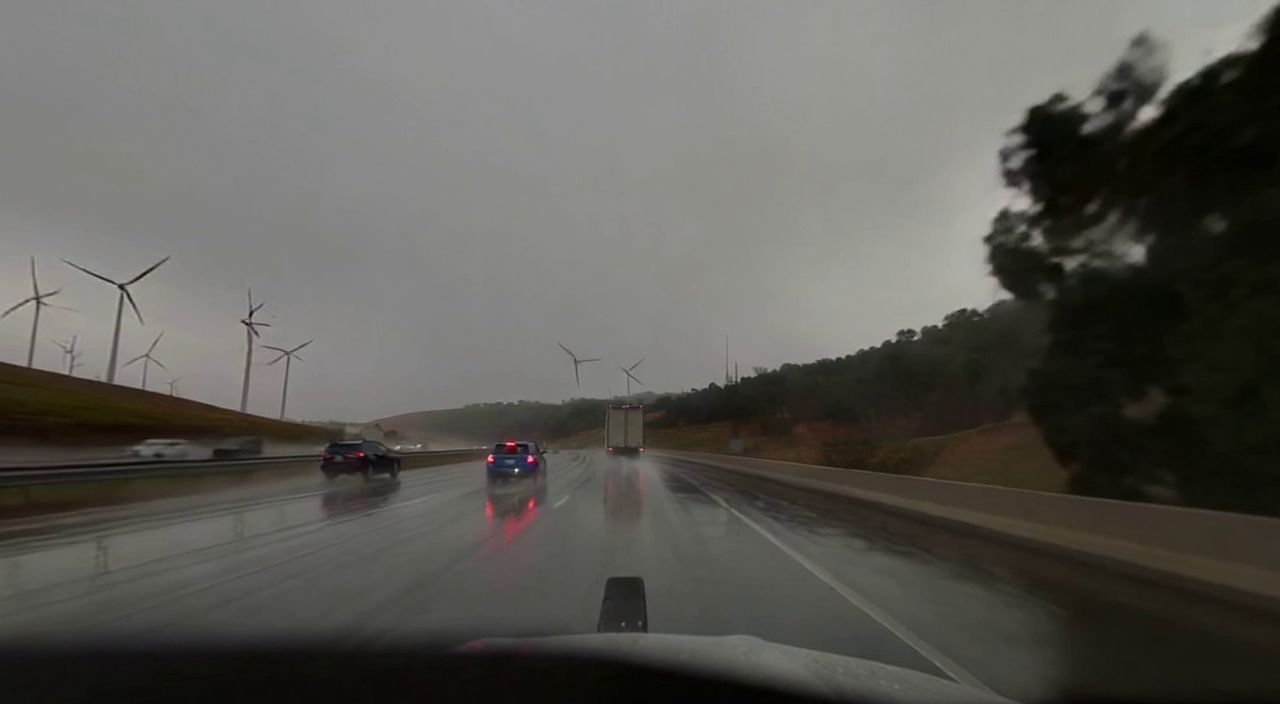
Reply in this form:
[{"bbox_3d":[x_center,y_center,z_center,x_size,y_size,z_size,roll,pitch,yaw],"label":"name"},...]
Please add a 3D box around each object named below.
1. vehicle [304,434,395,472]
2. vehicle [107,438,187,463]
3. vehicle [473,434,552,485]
[{"bbox_3d":[-15.257,5.363,33.450,2.285,1.835,5.672,0,-8,-2],"label":"vehicle"},{"bbox_3d":[-34.003,6.797,43.507,1.928,1.606,4.642,0,-8,-3],"label":"vehicle"},{"bbox_3d":[-4.545,3.895,23.002,2.109,1.684,3.783,0,-8,-1],"label":"vehicle"}]
